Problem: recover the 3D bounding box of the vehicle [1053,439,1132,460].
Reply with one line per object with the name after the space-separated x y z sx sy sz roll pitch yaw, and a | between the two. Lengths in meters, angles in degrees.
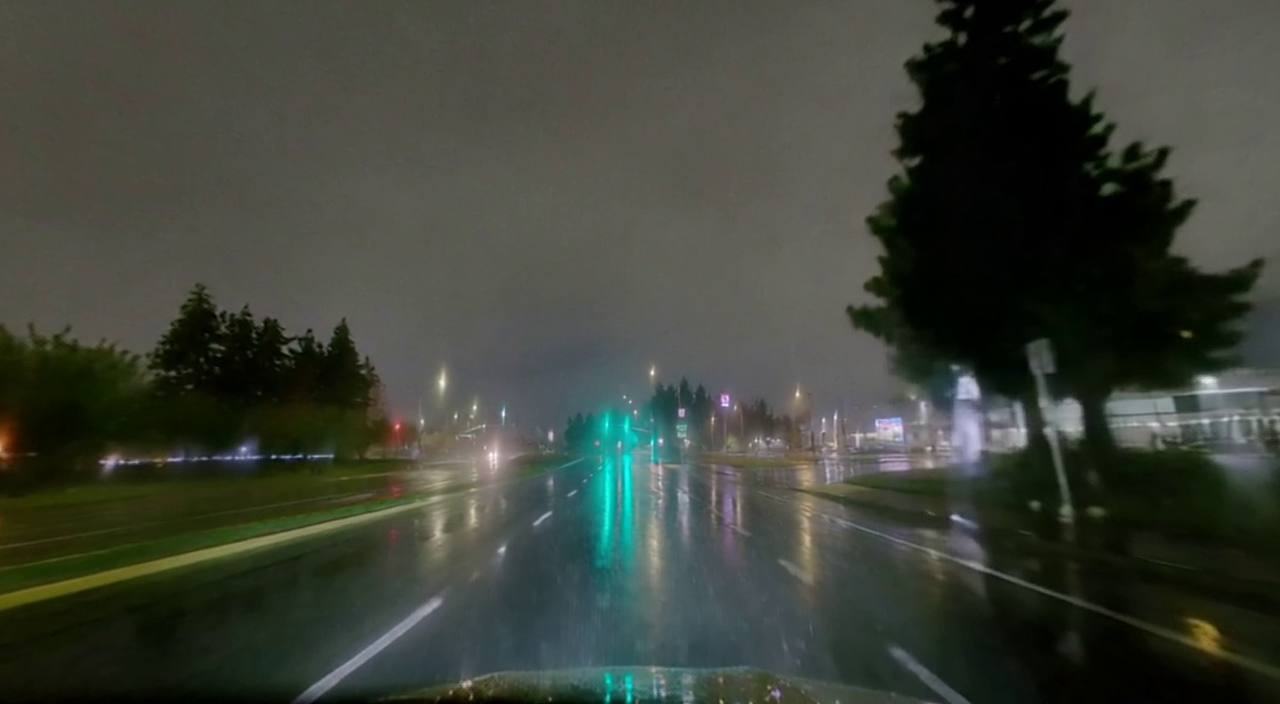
32.688 7.023 45.677 4.210 1.450 1.885 0 -8 0 | vehicle
